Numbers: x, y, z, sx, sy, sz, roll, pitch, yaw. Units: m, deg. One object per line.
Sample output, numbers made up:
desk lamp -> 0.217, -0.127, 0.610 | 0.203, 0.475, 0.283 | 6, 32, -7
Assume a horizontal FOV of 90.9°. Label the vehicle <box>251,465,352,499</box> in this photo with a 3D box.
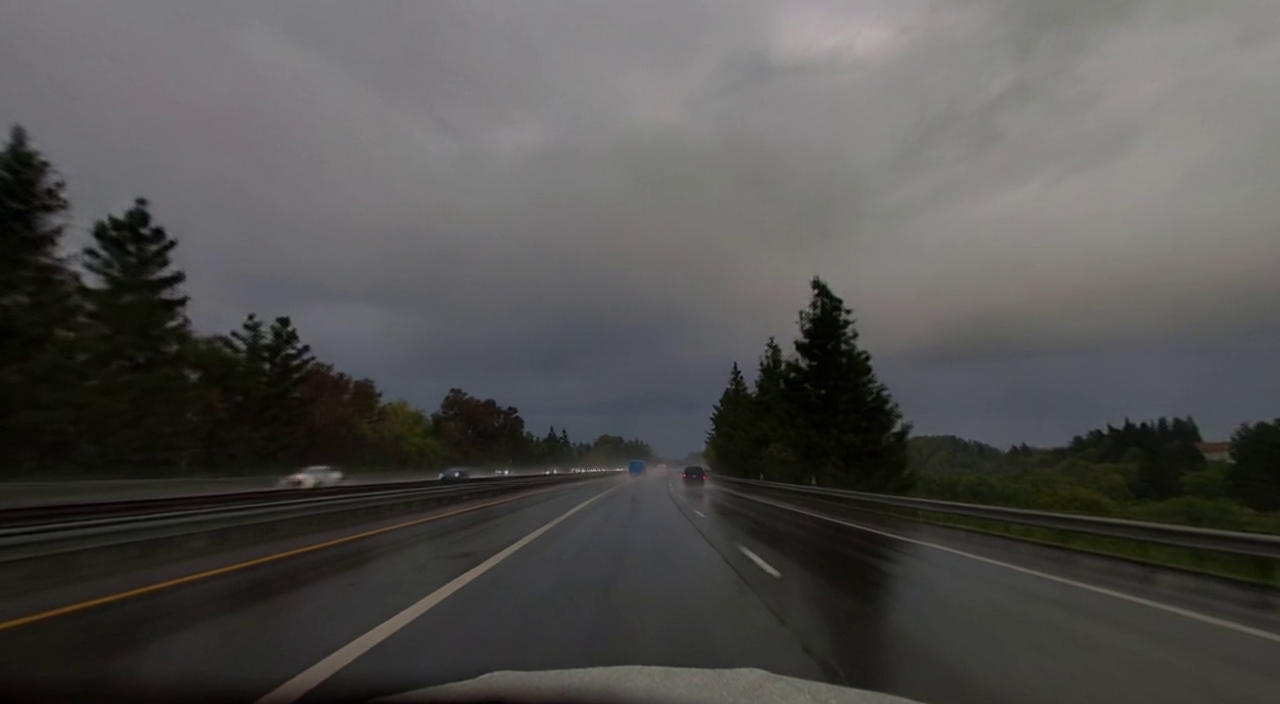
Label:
vehicle -> -16.434, 6.321, 30.961 | 1.944, 1.485, 5.189 | 0, -10, 2
